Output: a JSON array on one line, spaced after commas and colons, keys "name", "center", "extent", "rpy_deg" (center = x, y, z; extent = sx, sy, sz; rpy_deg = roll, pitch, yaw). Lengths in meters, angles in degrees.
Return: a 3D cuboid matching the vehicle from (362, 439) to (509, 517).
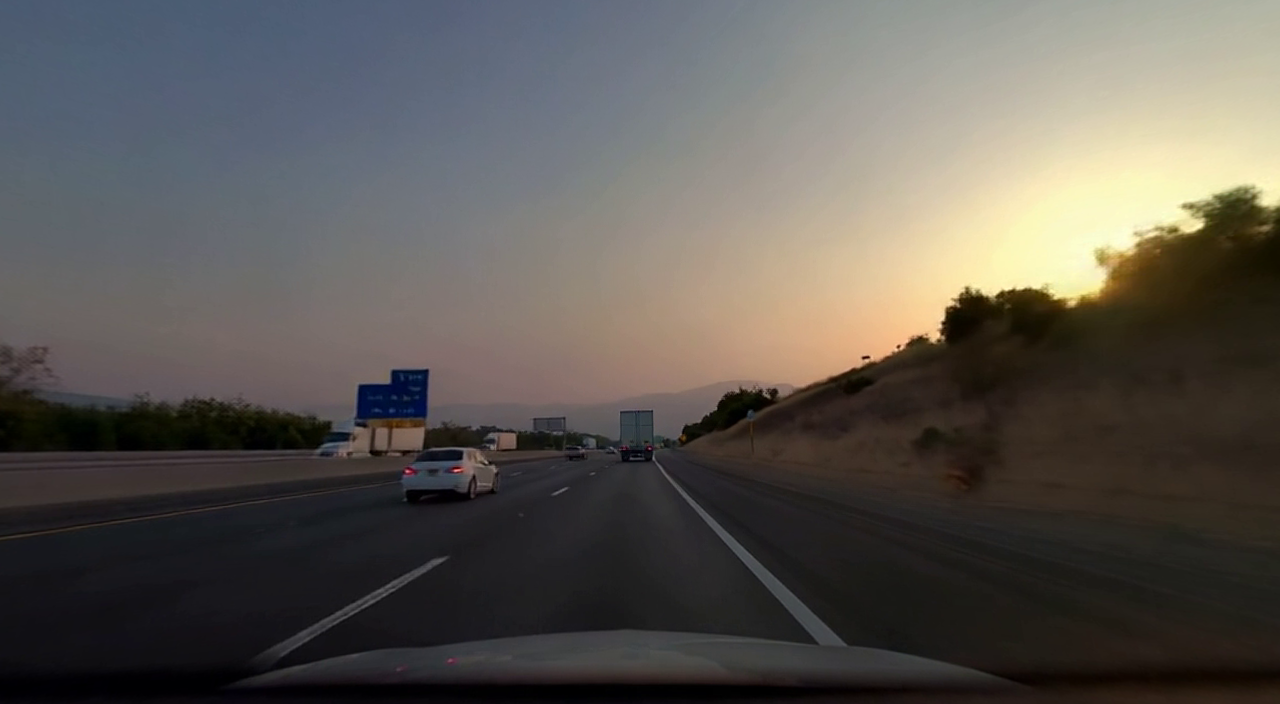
[{"name": "vehicle", "center": [-4.475, 2.821, 14.545], "extent": [2.024, 1.515, 3.907], "rpy_deg": [0, -9, 1]}]
